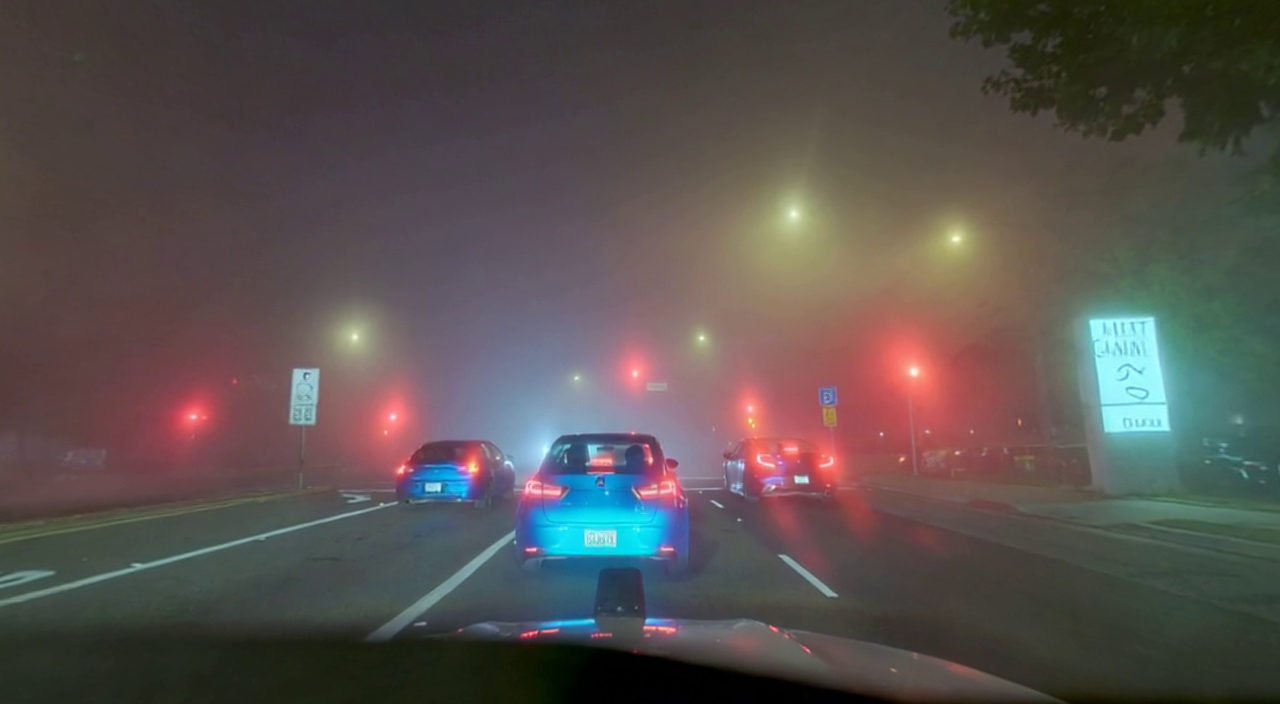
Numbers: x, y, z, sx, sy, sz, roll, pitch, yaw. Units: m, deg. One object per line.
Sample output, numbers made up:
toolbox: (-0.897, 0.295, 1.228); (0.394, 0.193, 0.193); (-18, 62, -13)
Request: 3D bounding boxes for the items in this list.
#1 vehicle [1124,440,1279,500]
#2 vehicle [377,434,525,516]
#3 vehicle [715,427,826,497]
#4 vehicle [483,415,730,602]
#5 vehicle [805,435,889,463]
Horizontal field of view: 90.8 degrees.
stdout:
vehicle: (15.189, 2.998, 16.258); (3.951, 1.418, 1.842); (0, -9, -3)
vehicle: (-3.752, 2.500, 13.299); (1.998, 1.452, 3.773); (0, -9, -1)
vehicle: (3.429, 2.980, 17.497); (2.028, 1.678, 4.220); (0, -9, -2)
vehicle: (-0.356, 1.611, 7.407); (2.045, 1.533, 4.183); (0, -9, -2)
vehicle: (12.482, 5.887, 38.238); (4.419, 1.619, 1.894); (1, -9, -8)
